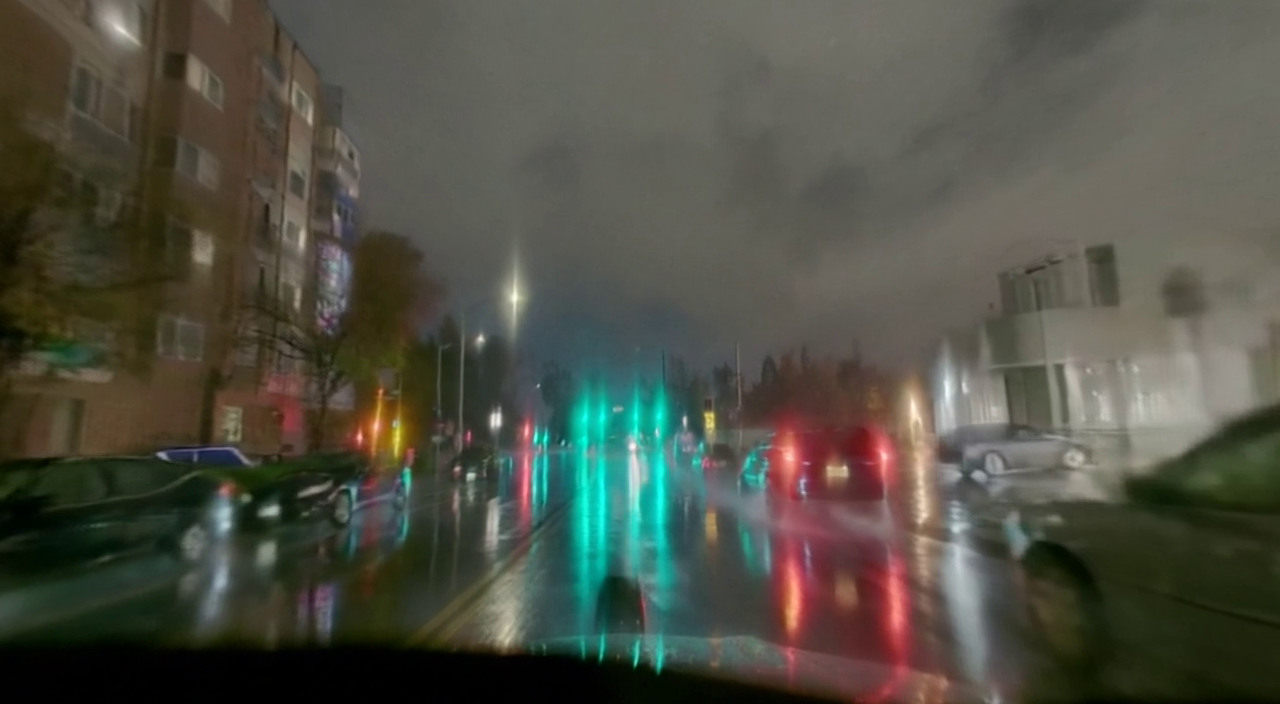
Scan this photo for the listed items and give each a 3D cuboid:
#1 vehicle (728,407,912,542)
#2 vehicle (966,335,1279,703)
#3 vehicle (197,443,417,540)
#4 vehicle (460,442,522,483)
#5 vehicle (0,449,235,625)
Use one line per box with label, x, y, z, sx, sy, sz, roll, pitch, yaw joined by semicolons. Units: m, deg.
vehicle;2.830;2.035;11.184;1.954;1.845;4.682;-1;-8;1
vehicle;3.402;0.746;1.997;1.886;1.740;5.167;0;-8;-1
vehicle;-6.589;2.799;13.327;2.033;1.523;4.867;-3;-9;0
vehicle;-6.877;5.112;29.589;1.893;1.758;4.019;-1;-8;0
vehicle;-6.603;1.832;6.727;1.723;1.520;4.439;0;-8;-2
